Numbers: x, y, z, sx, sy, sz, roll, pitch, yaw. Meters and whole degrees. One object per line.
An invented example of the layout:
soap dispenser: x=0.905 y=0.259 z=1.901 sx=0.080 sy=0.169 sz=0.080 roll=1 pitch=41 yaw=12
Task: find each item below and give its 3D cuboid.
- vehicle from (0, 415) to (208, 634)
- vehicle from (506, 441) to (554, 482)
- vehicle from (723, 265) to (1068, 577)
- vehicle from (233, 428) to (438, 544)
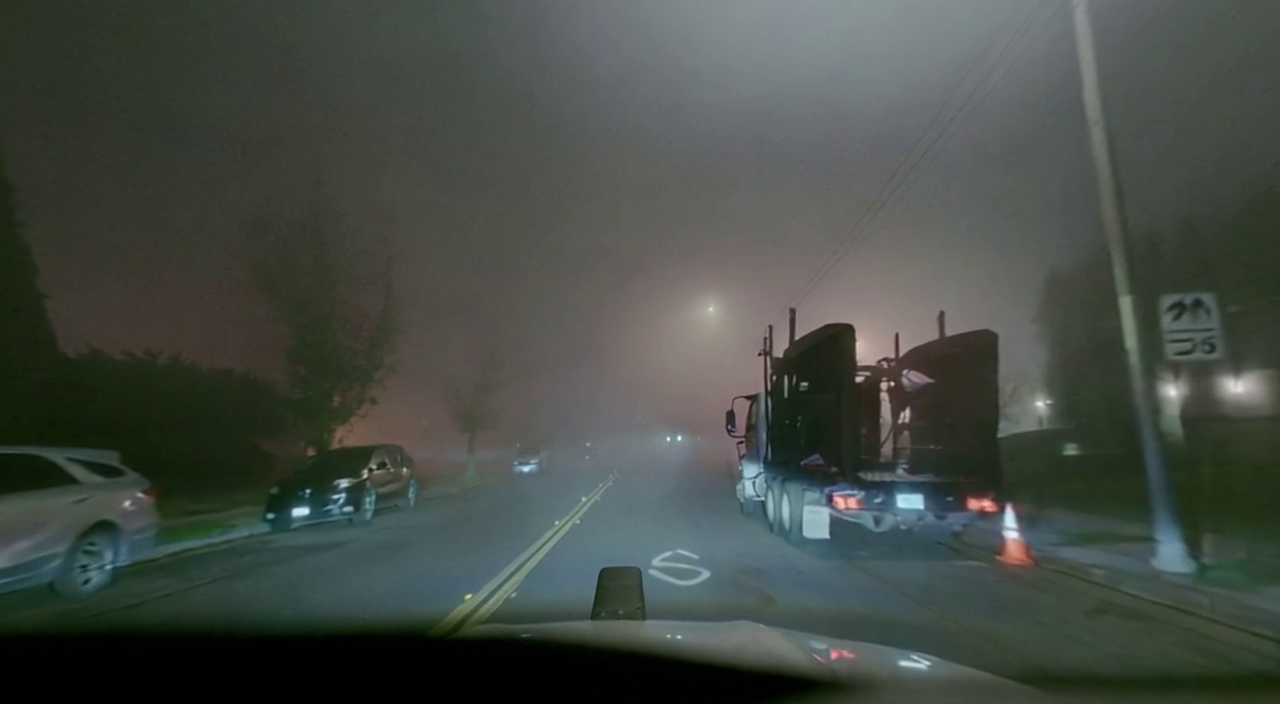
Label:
vehicle: x=-6.475 y=1.521 z=5.297 sx=2.312 sy=1.790 sz=5.067 roll=-4 pitch=-8 yaw=-2
vehicle: x=-5.739 y=5.712 z=33.429 sx=2.087 sy=1.835 sz=4.445 roll=-2 pitch=-7 yaw=-5
vehicle: x=3.200 y=1.179 z=10.250 sx=2.750 sy=3.440 sz=6.535 roll=0 pitch=-8 yaw=0
vehicle: x=-6.202 y=2.724 z=13.625 sx=2.210 sy=1.849 sz=4.638 roll=-5 pitch=-8 yaw=-1
